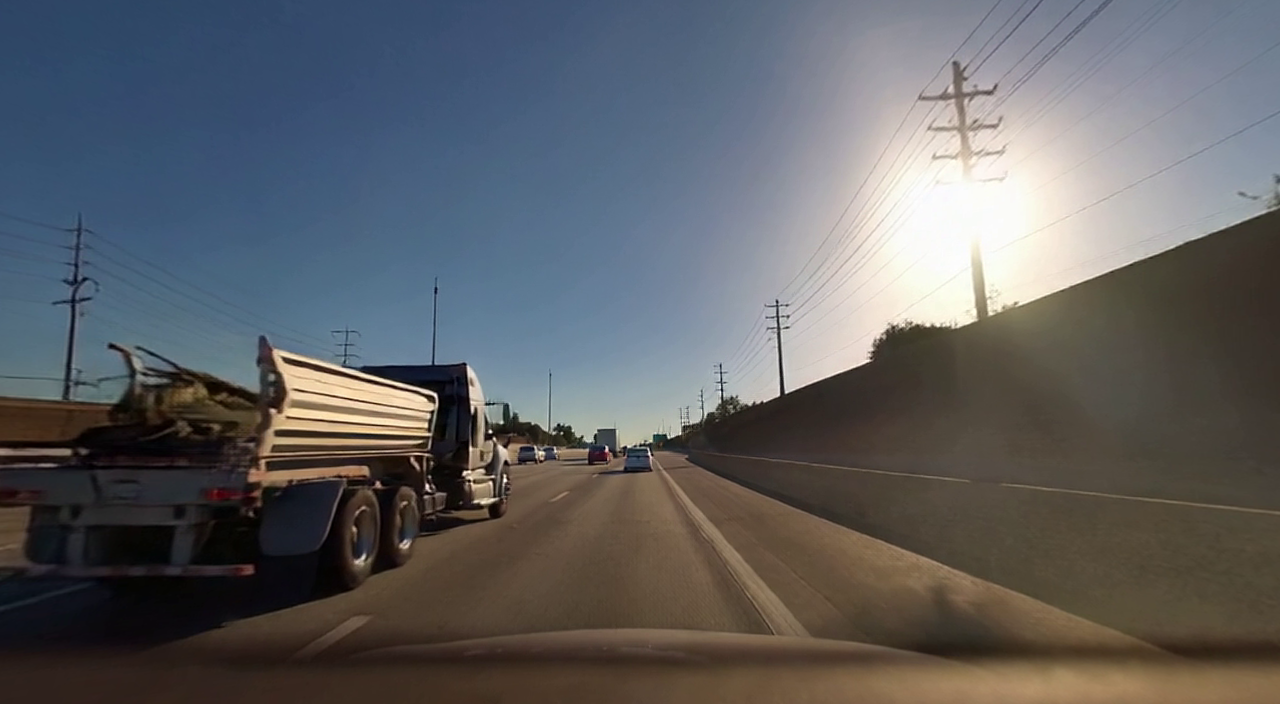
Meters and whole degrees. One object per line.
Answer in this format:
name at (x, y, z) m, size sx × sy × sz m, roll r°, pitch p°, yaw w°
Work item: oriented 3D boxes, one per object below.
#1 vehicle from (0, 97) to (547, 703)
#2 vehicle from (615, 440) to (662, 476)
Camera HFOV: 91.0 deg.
vehicle at (-3.483, 0.904, 7.737) m, size 3.023 × 3.246 × 9.102 m, roll 0°, pitch -9°, yaw 2°
vehicle at (-0.068, 5.260, 31.463) m, size 2.178 × 1.640 × 4.071 m, roll 0°, pitch -9°, yaw 0°
